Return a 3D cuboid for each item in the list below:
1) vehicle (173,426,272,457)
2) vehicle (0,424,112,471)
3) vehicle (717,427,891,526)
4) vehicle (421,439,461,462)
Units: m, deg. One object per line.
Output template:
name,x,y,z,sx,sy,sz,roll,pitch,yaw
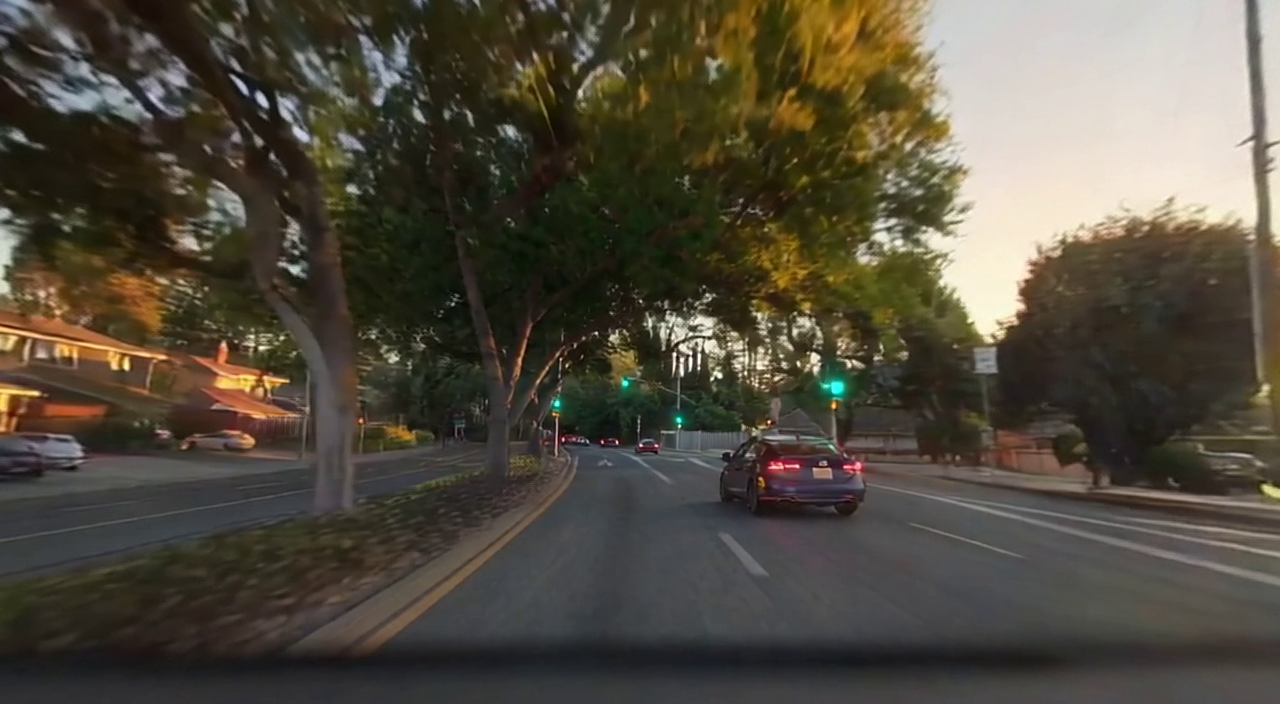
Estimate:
vehicle,-25.913,5.610,39.238,4.583,1.850,2.015,1,-9,-9
vehicle,-24.566,3.830,25.254,4.737,1.805,2.049,1,-9,-6
vehicle,2.758,2.201,11.687,1.960,1.479,4.086,0,-9,-3
vehicle,-14.692,7.278,46.733,2.041,1.608,4.166,1,-9,-7
